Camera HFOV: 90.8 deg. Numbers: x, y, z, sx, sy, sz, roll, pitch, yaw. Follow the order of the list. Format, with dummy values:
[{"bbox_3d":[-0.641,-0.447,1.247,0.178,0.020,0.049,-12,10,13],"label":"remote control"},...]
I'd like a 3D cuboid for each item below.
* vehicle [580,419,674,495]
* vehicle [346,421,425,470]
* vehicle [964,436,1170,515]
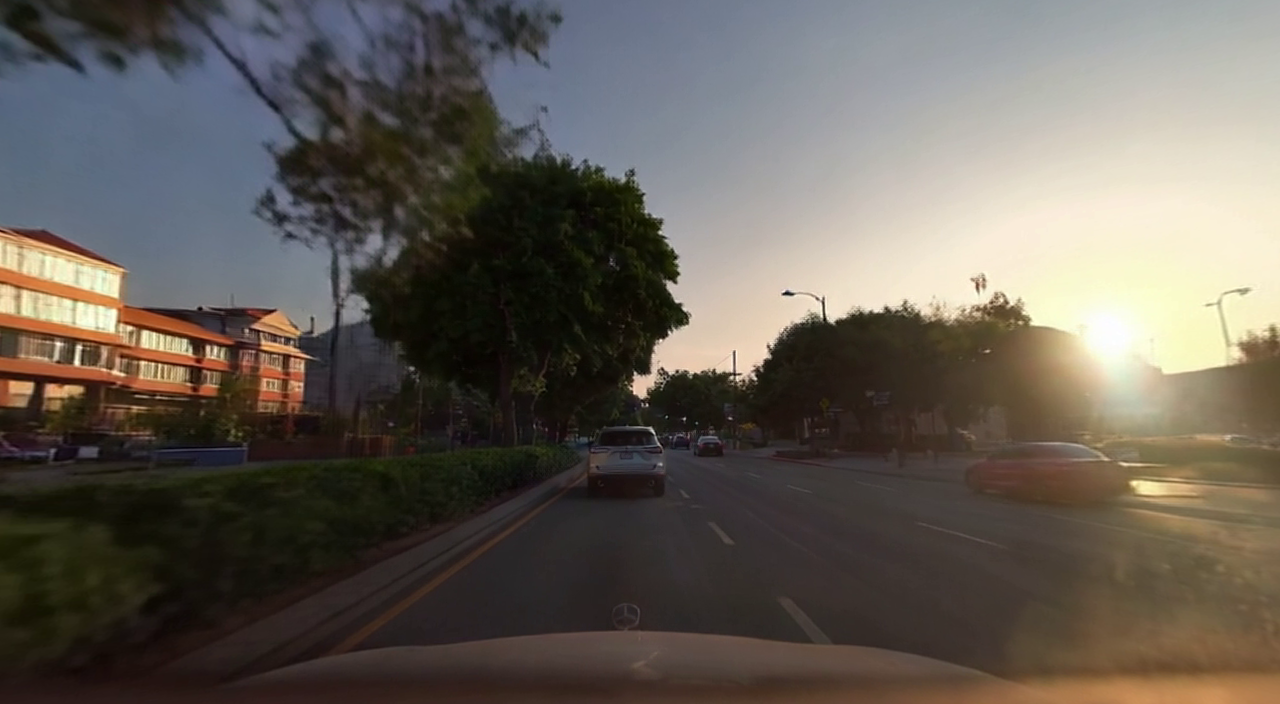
[{"bbox_3d":[-0.359,2.862,17.516,2.277,1.816,4.192,0,-8,-1],"label":"vehicle"},{"bbox_3d":[-19.239,7.164,48.337,2.811,3.399,7.898,1,-9,-2],"label":"vehicle"},{"bbox_3d":[9.153,2.651,14.154,2.002,1.456,4.631,-2,-9,9],"label":"vehicle"}]
